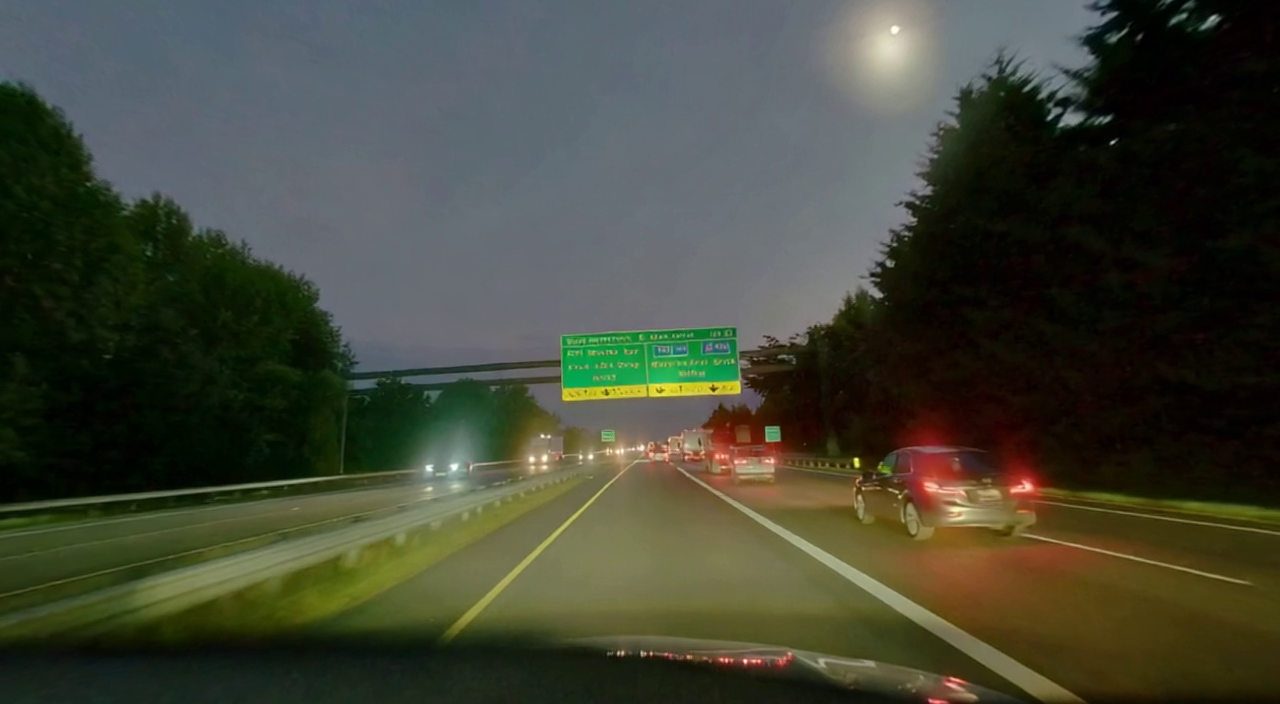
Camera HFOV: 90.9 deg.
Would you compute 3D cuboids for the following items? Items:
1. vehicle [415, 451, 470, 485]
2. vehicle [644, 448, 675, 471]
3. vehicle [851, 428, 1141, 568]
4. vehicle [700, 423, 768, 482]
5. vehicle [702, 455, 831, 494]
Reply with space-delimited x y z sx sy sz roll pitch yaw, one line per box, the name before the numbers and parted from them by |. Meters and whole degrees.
vehicle | -12.225 7.168 39.258 1.899 1.750 4.339 -5 -9 1
vehicle | 1.320 7.399 43.558 2.049 1.500 3.790 0 -9 1
vehicle | 4.531 1.883 8.782 1.873 1.519 3.607 0 -9 0
vehicle | 4.726 5.192 32.769 2.569 2.783 5.984 0 -9 -1
vehicle | 4.607 4.911 26.336 2.472 1.036 13.239 0 -9 -1
